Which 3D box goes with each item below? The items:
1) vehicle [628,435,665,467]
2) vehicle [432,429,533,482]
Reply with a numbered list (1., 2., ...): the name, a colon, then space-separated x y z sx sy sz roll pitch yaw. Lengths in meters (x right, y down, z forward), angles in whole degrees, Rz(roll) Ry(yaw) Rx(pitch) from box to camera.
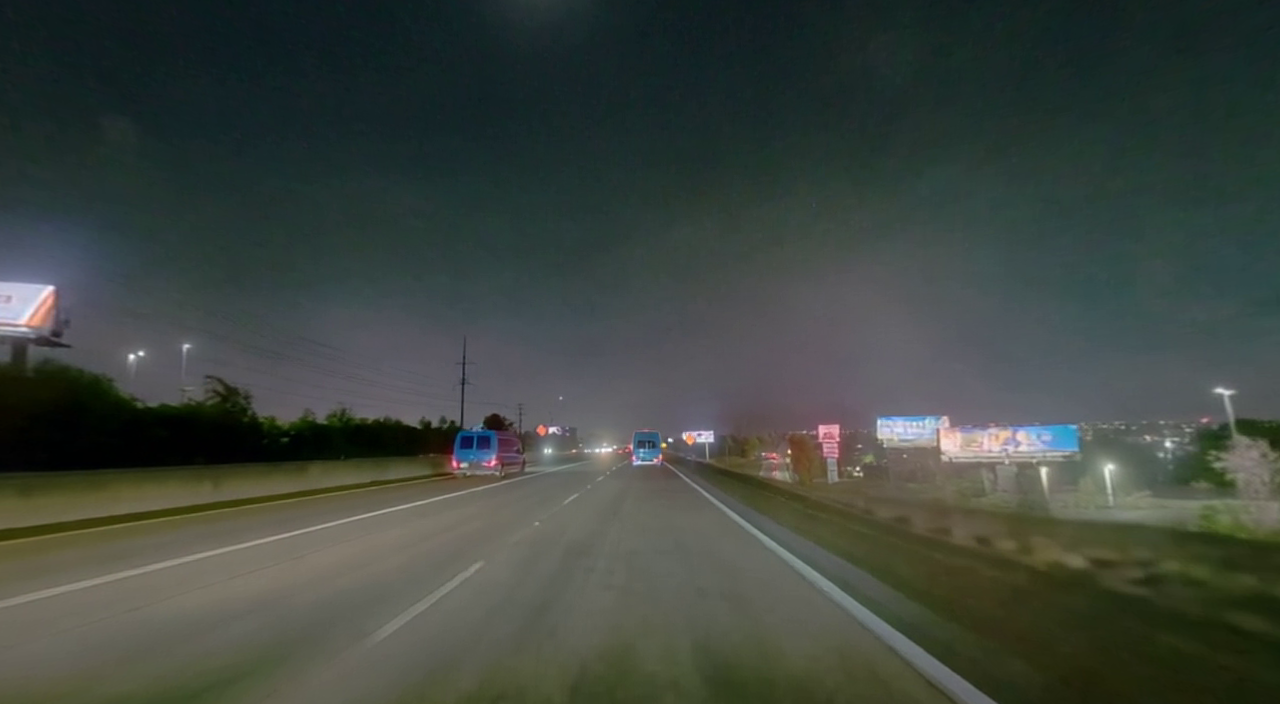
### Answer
1. vehicle: 0.473 7.511 47.918 2.692 2.279 5.695 0 -8 0
2. vehicle: -6.848 4.630 28.479 2.695 2.084 6.836 0 -8 1
